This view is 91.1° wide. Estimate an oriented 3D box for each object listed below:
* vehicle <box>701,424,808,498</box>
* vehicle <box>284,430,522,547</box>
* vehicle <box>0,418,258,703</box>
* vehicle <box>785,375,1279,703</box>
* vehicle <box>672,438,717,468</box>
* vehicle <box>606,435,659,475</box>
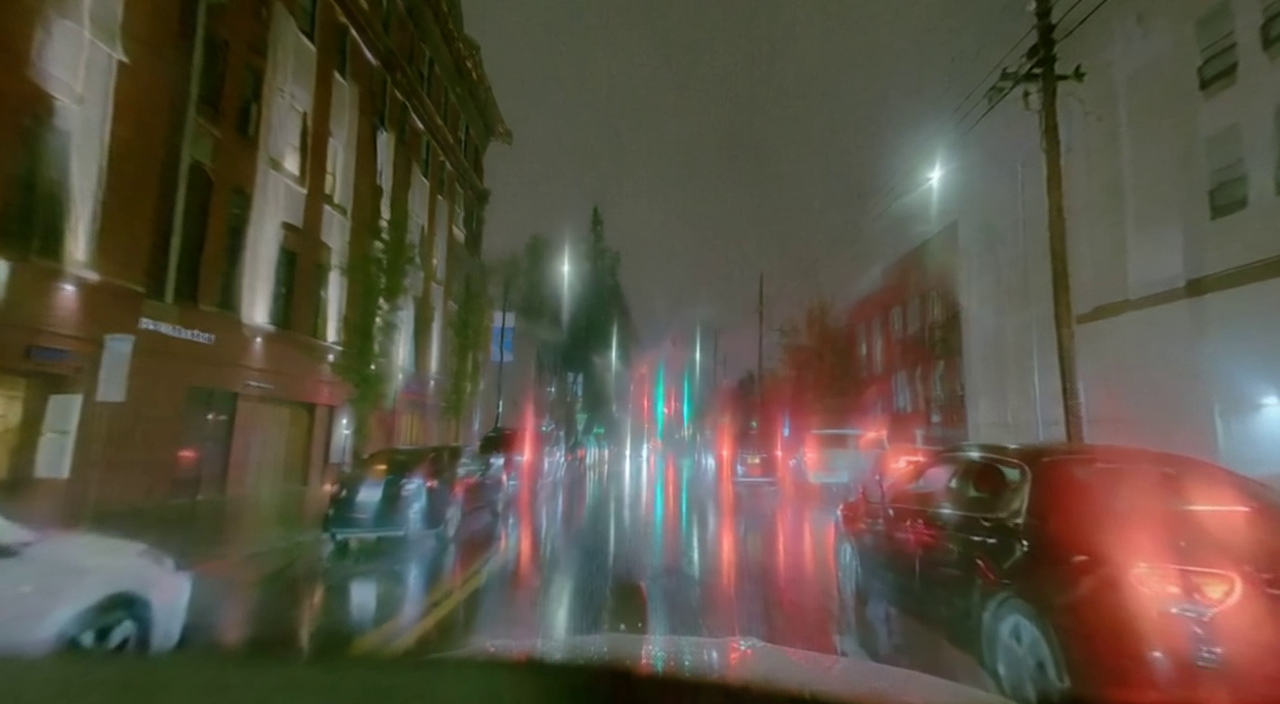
[{"bbox_3d":[2.905,2.880,17.053,2.002,1.707,4.547,0,-8,-1],"label":"vehicle"},{"bbox_3d":[-3.483,2.081,10.440,1.972,1.471,4.795,0,-8,2],"label":"vehicle"},{"bbox_3d":[-3.611,0.925,1.961,1.954,1.462,4.407,0,-8,2],"label":"vehicle"},{"bbox_3d":[2.457,1.122,3.698,2.080,1.495,4.591,0,-8,0],"label":"vehicle"},{"bbox_3d":[2.806,5.338,33.420,1.966,1.475,4.528,0,-8,-1],"label":"vehicle"},{"bbox_3d":[-0.280,4.151,25.577,2.007,1.460,3.923,0,-8,0],"label":"vehicle"}]
